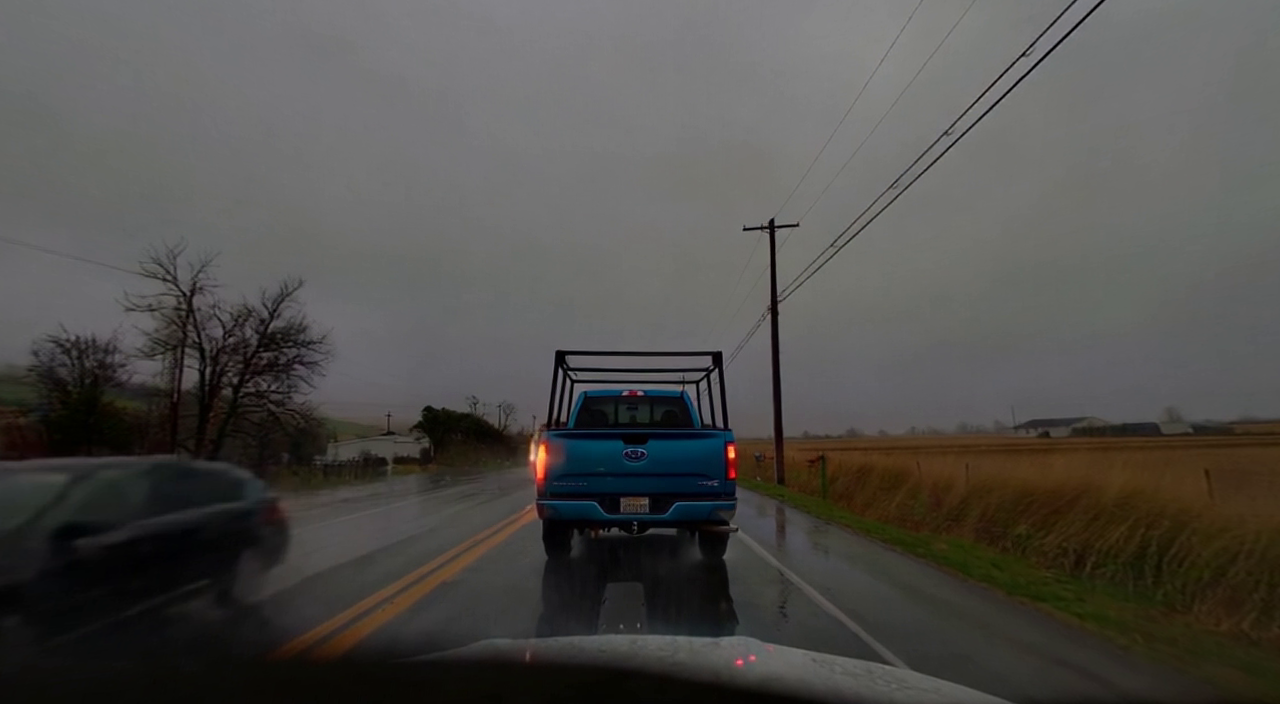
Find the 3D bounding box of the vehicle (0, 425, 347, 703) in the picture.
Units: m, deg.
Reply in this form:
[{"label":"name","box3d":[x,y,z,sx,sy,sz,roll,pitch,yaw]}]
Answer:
[{"label":"vehicle","box3d":[-4.072,1.287,4.352,2.014,1.459,4.349,0,-8,0]}]

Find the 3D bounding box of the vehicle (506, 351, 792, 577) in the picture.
[{"label":"vehicle","box3d":[-0.002,1.673,10.203,2.912,2.320,7.292,0,-8,-2]}]
